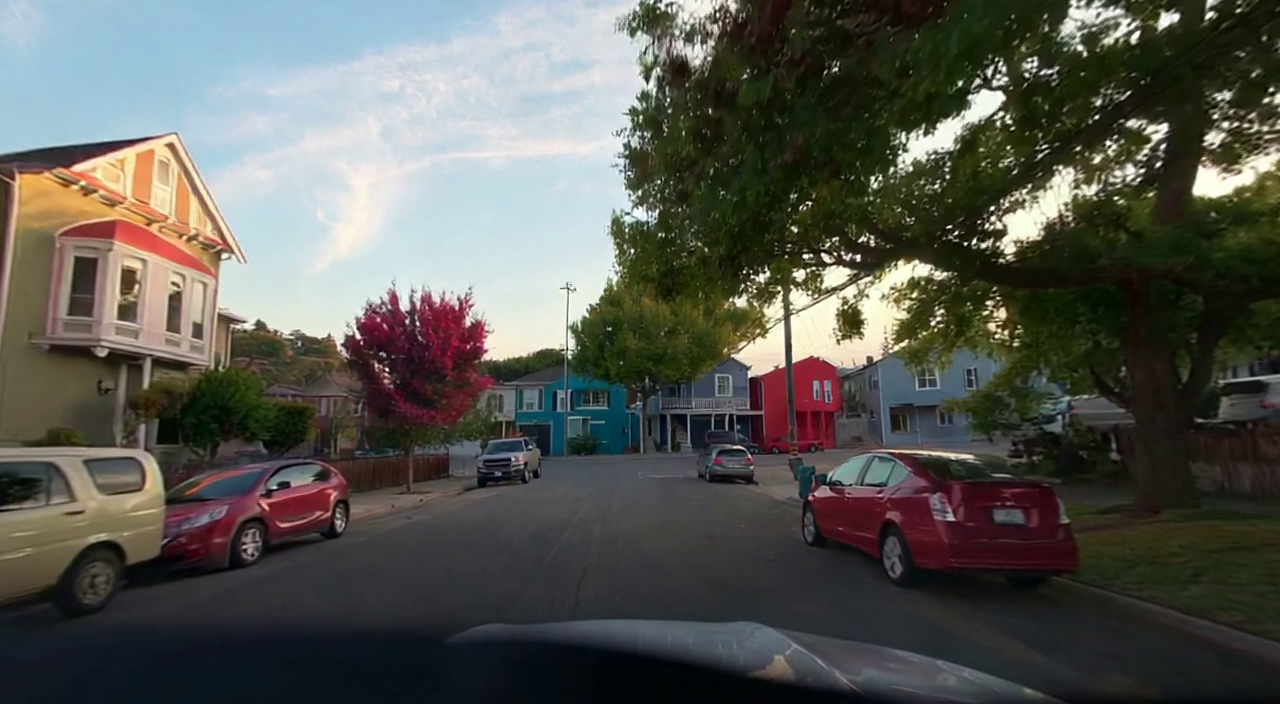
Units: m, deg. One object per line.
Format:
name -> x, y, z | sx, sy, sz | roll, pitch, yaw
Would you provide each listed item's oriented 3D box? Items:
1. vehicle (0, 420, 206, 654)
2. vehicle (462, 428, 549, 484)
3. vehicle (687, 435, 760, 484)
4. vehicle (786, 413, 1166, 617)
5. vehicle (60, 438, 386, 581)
vehicle -> -5.474, 1.282, 4.320 | 1.932, 1.628, 4.278 | 0, -9, -1
vehicle -> -5.568, 4.440, 27.098 | 2.480, 2.084, 6.353 | 0, -9, -2
vehicle -> 3.345, 4.449, 26.267 | 2.109, 1.811, 4.886 | 1, -9, -3
vehicle -> 3.434, 1.741, 7.693 | 2.070, 1.728, 4.358 | 1, -9, -3
vehicle -> -5.500, 2.080, 9.173 | 1.849, 1.560, 4.227 | 0, -9, 0
